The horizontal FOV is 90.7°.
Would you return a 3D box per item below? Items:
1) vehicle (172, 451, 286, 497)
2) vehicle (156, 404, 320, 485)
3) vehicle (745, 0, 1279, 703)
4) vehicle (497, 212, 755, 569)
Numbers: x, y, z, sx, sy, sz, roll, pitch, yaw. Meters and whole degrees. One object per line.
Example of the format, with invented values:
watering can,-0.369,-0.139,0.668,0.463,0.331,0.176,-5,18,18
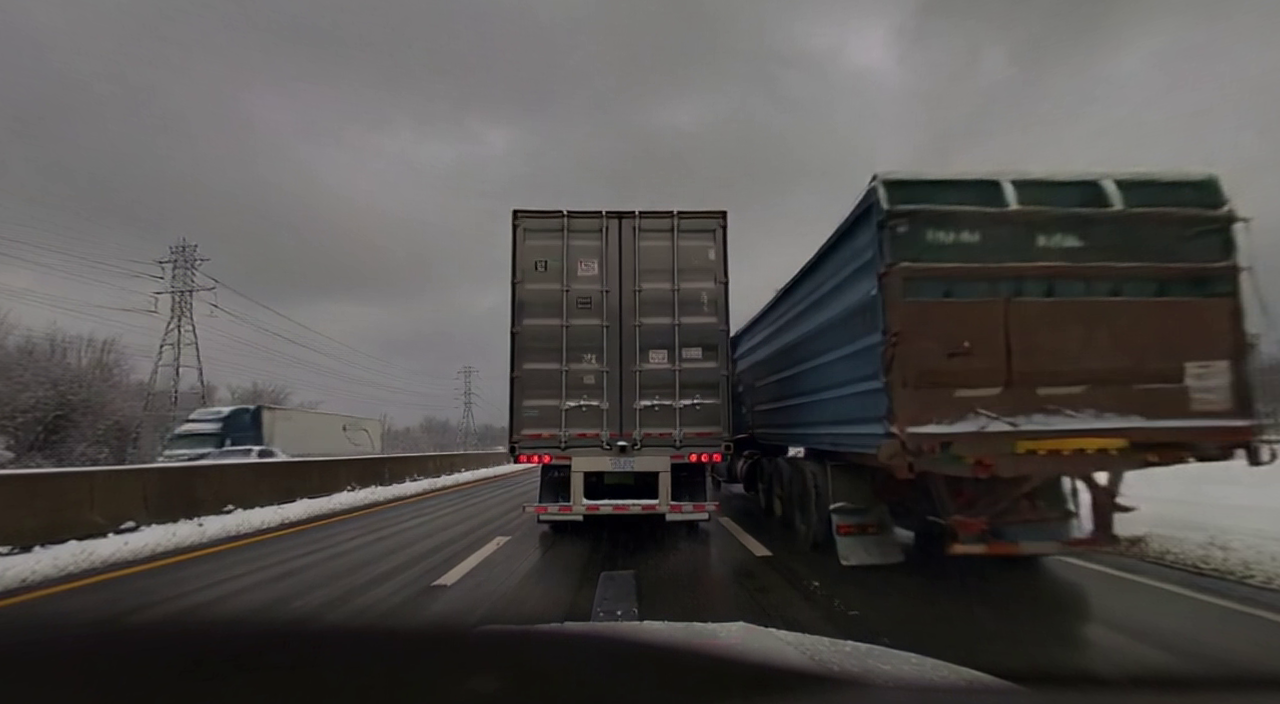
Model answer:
vehicle,-13.592,4.022,21.154,1.543,1.373,3.317,-1,-9,0
vehicle,-20.388,4.813,32.962,3.024,3.645,8.371,0,-9,0
vehicle,3.640,0.278,6.433,2.797,4.023,13.066,0,-8,0
vehicle,-0.100,1.249,13.211,2.841,4.071,12.046,-1,-8,1
